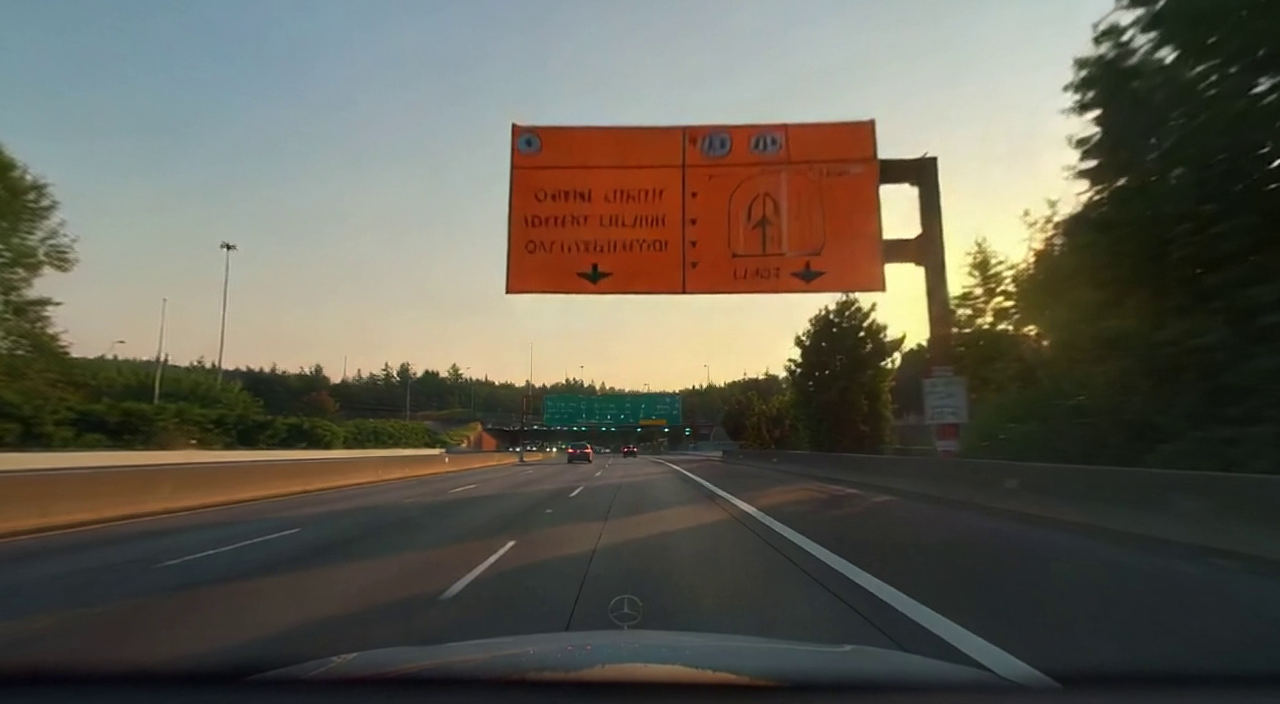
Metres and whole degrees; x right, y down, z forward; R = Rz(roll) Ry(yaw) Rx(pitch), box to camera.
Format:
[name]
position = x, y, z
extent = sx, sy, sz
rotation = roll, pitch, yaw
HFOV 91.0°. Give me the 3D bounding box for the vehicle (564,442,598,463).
[vehicle]
position = -4.325, 7.424, 46.649
extent = 2.211, 1.524, 3.651
rotation = 0, -8, 0
